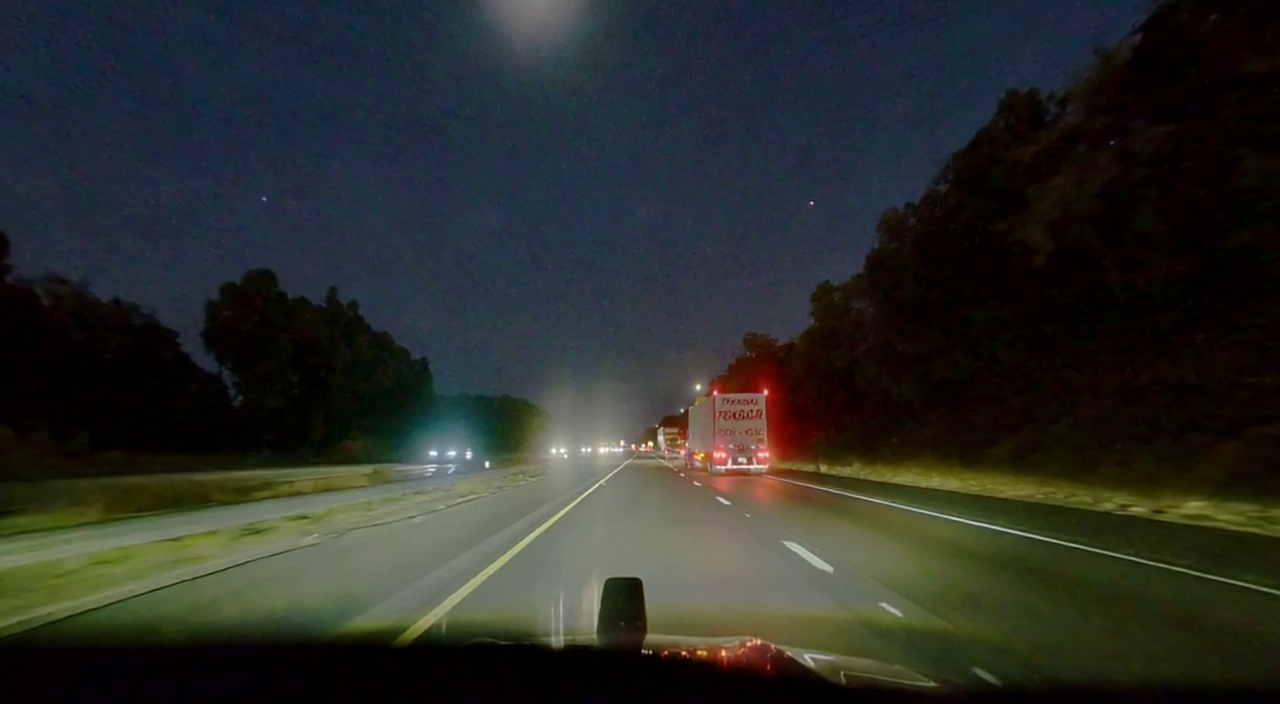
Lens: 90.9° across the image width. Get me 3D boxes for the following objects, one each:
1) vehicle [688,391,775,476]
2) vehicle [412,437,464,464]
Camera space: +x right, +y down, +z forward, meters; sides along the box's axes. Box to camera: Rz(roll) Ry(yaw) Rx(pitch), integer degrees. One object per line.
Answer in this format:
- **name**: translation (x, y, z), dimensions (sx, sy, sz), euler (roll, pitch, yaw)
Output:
- **vehicle**: translation (4.918, 5.012, 37.418), dimensions (2.929, 4.093, 14.258), euler (0, -9, 0)
- **vehicle**: translation (-12.080, 5.969, 38.019), dimensions (1.830, 1.520, 3.936), euler (0, -9, 0)
